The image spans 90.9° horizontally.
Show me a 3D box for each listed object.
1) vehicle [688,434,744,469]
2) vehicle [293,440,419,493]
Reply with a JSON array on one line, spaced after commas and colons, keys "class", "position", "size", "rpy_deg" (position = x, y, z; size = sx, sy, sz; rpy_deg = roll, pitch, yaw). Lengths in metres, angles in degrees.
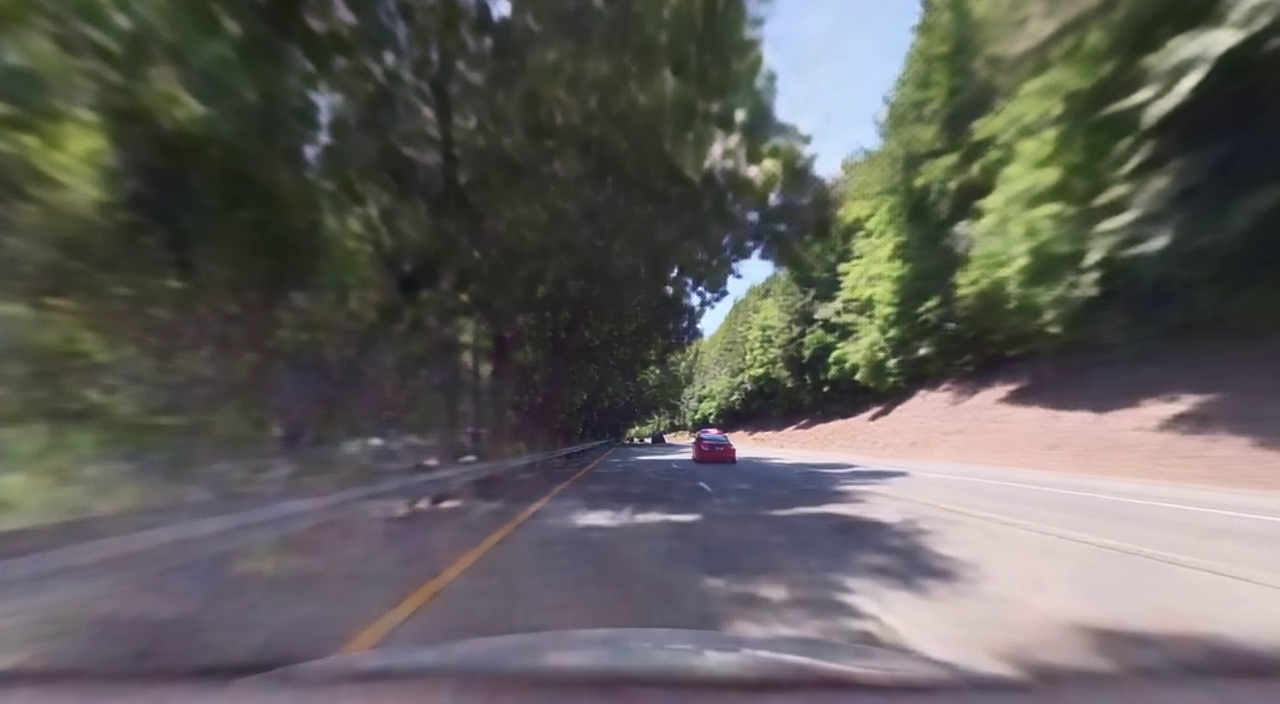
[{"class": "vehicle", "position": [3.555, 4.700, 30.098], "size": [2.017, 1.502, 4.369], "rpy_deg": [0, -8, -2]}, {"class": "vehicle", "position": [-9.137, 3.677, 20.836], "size": [1.972, 1.497, 4.856], "rpy_deg": [0, -8, -1]}]
